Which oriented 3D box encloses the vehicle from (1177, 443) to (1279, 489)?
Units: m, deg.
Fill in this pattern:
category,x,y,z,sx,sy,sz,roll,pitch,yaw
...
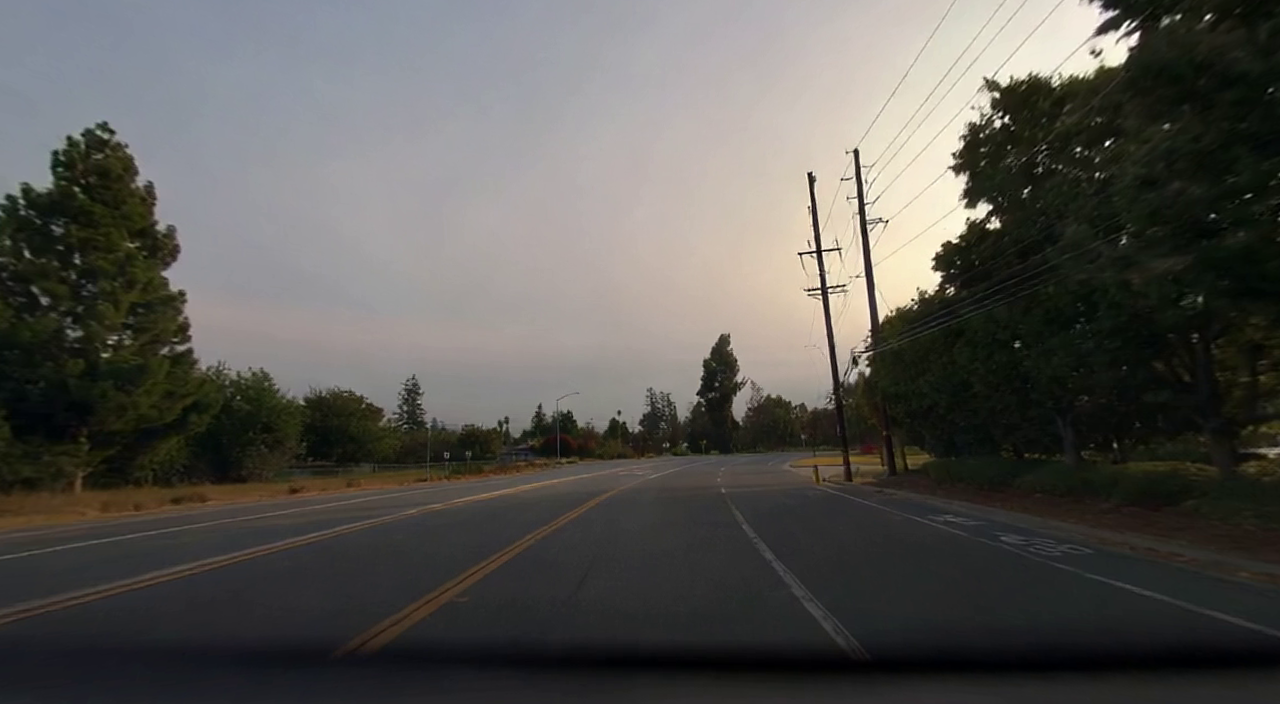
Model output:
category,x,y,z,sx,sy,sz,roll,pitch,yaw
vehicle,20.876,3.780,21.001,4.403,1.429,1.675,0,-10,1
